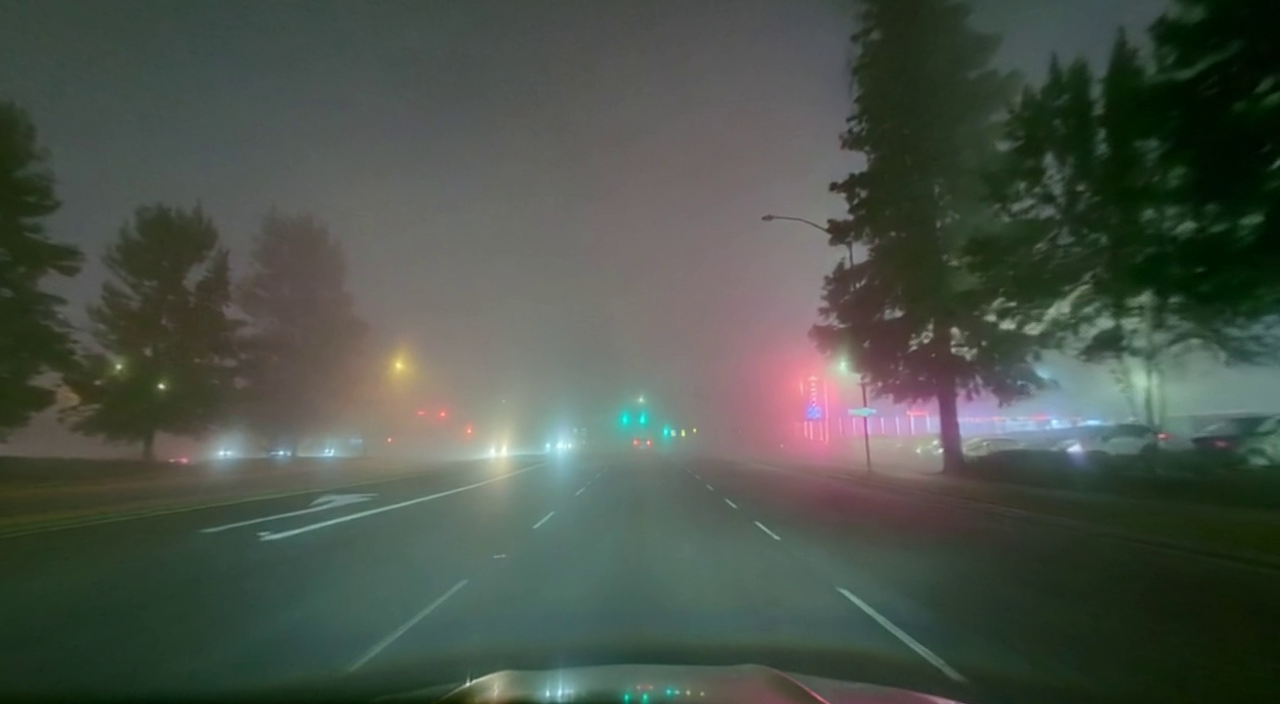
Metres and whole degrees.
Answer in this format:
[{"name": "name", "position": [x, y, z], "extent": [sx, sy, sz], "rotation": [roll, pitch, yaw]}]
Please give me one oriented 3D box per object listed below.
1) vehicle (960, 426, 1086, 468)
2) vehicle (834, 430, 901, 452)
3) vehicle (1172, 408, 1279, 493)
[{"name": "vehicle", "position": [17.123, 4.237, 28.350], "extent": [4.362, 1.455, 1.816], "rotation": [-5, -7, 1]}, {"name": "vehicle", "position": [17.664, 6.949, 49.135], "extent": [4.498, 1.671, 1.887], "rotation": [-1, -8, 2]}, {"name": "vehicle", "position": [15.946, 2.202, 14.876], "extent": [4.749, 1.785, 2.137], "rotation": [-2, -7, 0]}]
